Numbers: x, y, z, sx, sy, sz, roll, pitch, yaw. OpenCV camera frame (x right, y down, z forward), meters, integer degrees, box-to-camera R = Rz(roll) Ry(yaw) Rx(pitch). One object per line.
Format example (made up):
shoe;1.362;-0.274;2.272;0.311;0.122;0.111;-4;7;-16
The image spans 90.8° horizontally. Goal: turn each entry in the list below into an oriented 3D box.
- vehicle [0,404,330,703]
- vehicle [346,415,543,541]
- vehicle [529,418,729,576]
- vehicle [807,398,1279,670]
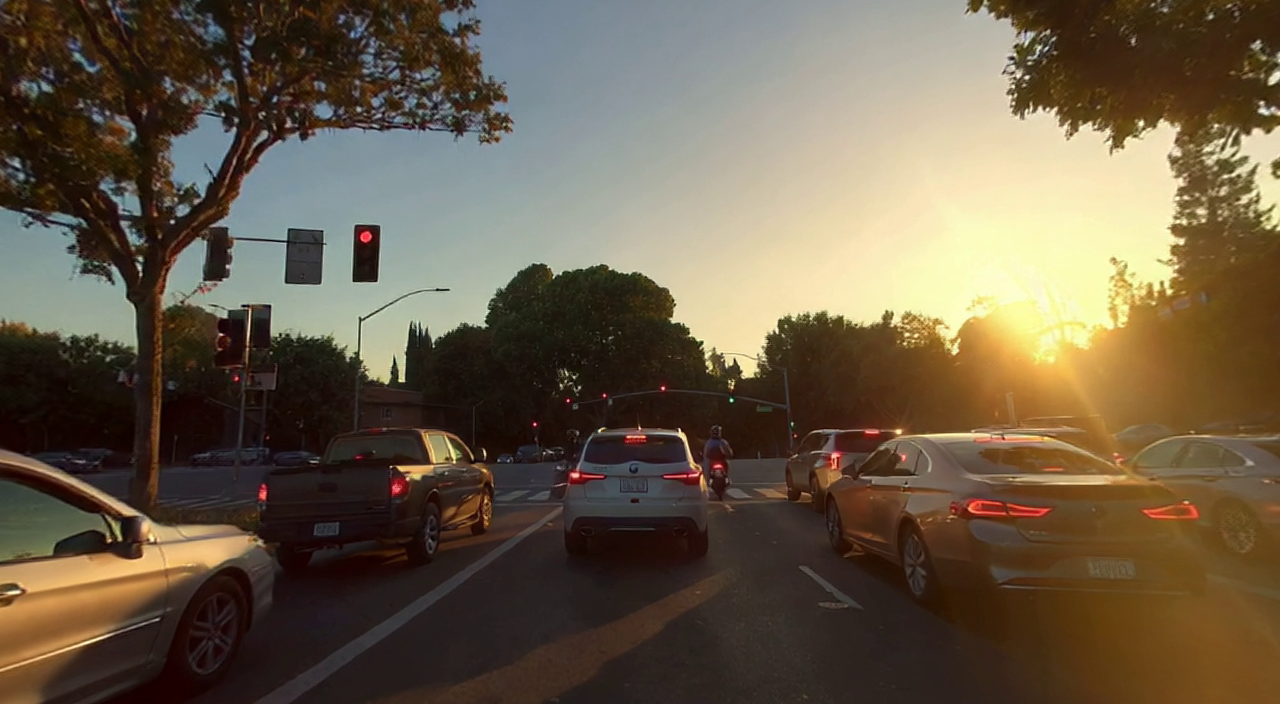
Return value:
vehicle;-3.338;0.956;2.411;1.863;1.495;4.667;0;-8;1
vehicle;-3.193;2.160;11.454;2.048;1.805;4.405;0;-8;1
vehicle;-0.087;1.812;8.625;2.106;1.655;3.717;0;-8;1
vehicle;3.235;1.445;6.180;2.006;1.659;4.462;0;-8;1
